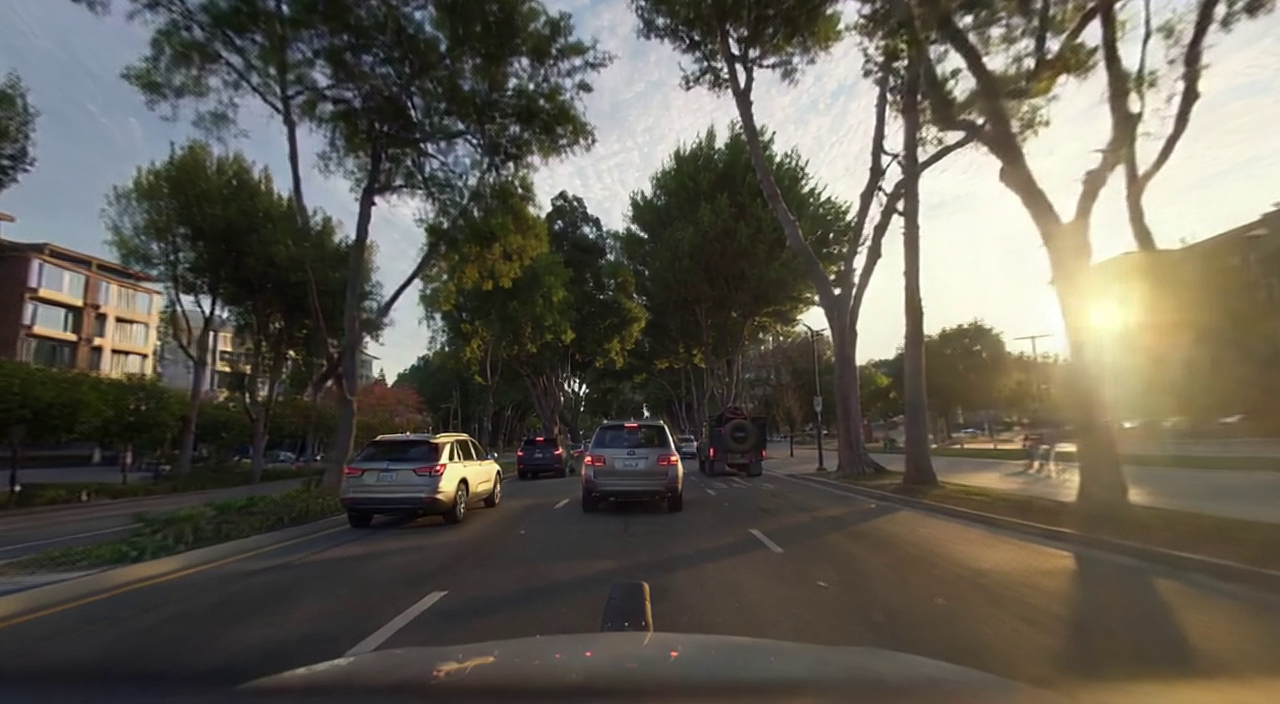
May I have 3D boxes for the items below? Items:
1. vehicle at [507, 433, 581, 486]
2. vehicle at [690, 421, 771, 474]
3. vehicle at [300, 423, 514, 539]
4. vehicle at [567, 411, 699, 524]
[{"bbox_3d":[-3.230,3.700,21.946,1.894,1.642,3.861,0,-8,1],"label":"vehicle"},{"bbox_3d":[3.750,4.175,27.576,2.655,2.054,6.098,0,-8,0],"label":"vehicle"},{"bbox_3d":[-3.747,2.160,11.224,1.959,1.614,4.676,0,-8,1],"label":"vehicle"},{"bbox_3d":[-0.088,2.127,12.019,2.075,1.770,4.018,0,-8,1],"label":"vehicle"}]
